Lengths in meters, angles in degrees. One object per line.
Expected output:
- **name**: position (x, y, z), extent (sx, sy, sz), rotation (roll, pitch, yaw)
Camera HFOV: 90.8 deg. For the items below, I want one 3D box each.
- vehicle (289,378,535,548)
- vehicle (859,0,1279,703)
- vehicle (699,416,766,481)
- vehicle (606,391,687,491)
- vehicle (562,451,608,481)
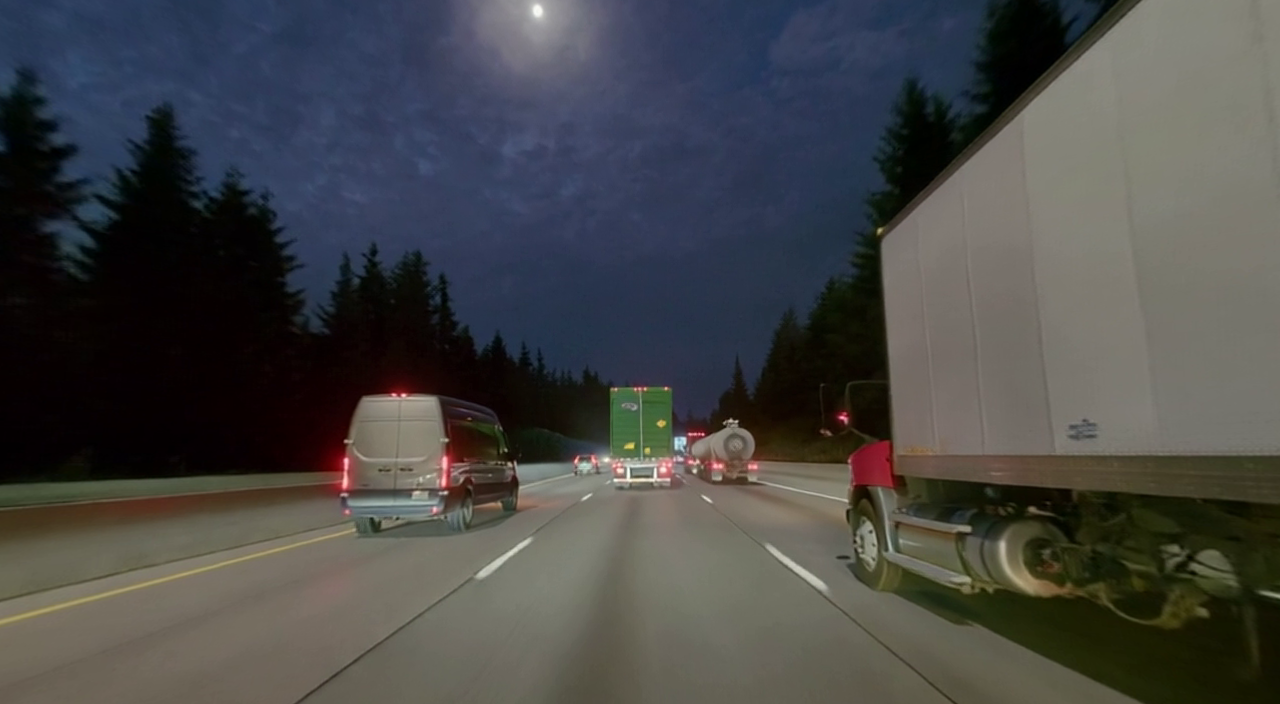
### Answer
- **vehicle**: position (-4.009, 2.191, 12.843), extent (2.525, 2.572, 6.260), rotation (0, -9, 1)
- **vehicle**: position (4.294, -0.439, 1.655), extent (3.139, 4.152, 11.915), rotation (0, -9, 0)
- **vehicle**: position (5.567, 6.171, 40.115), extent (2.706, 3.500, 11.483), rotation (0, -9, 1)
- **vehicle**: position (0.119, 3.831, 26.459), extent (2.773, 3.455, 9.118), rotation (0, -10, -1)
- **vehicle**: position (-3.229, 6.774, 37.797), extent (2.134, 1.652, 4.439), rotation (-1, -9, 3)
